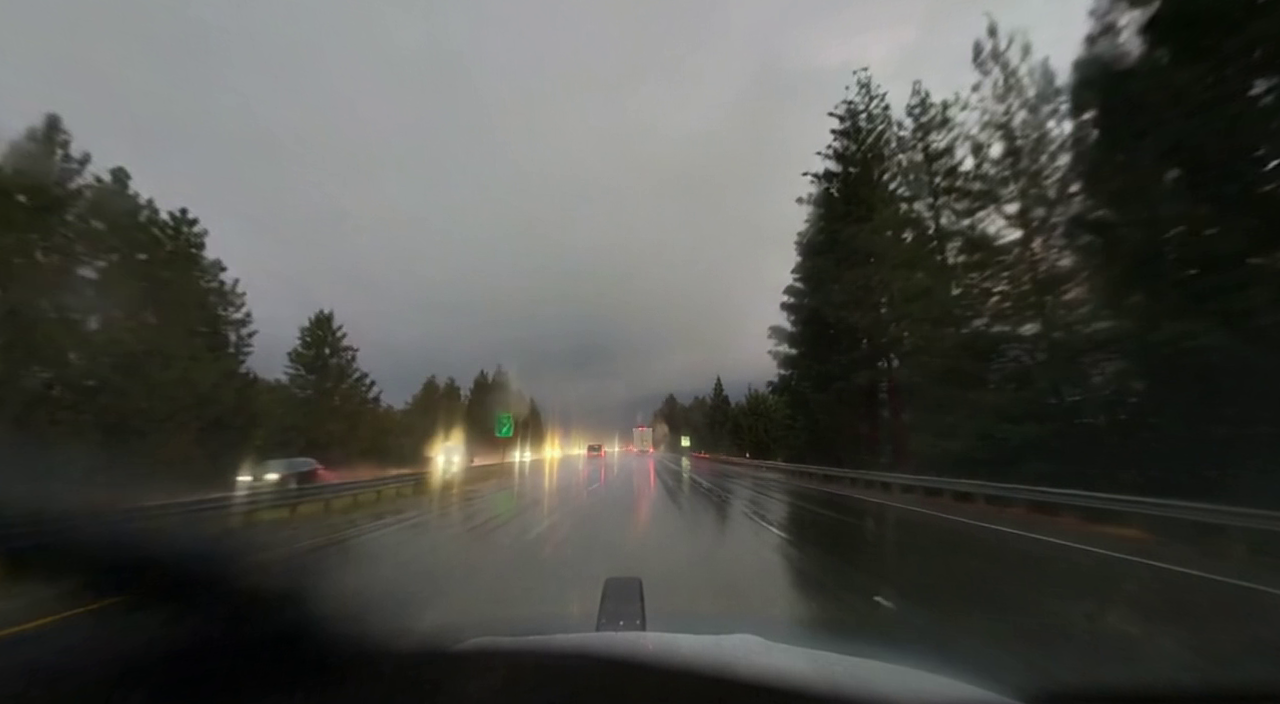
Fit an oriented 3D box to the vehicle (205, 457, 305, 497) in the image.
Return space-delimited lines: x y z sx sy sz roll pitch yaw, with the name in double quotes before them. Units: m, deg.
"vehicle" -15.832 5.130 26.194 1.684 1.422 3.849 -1 -9 1
